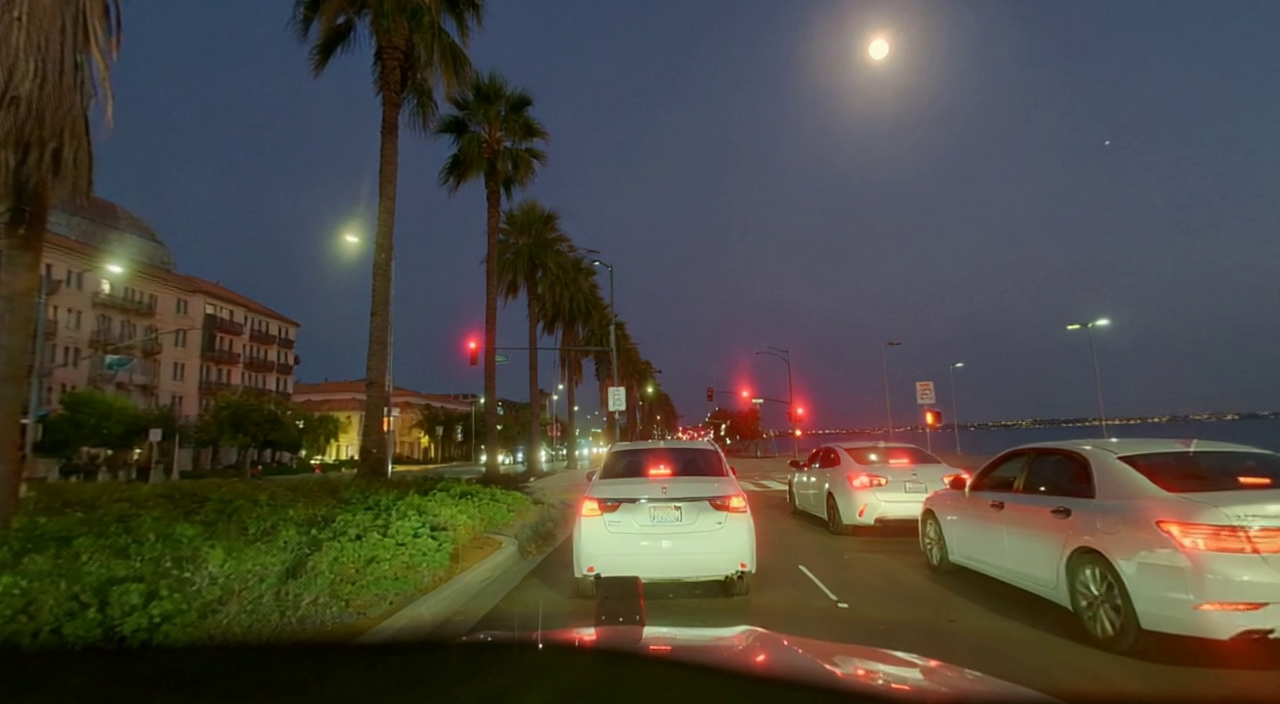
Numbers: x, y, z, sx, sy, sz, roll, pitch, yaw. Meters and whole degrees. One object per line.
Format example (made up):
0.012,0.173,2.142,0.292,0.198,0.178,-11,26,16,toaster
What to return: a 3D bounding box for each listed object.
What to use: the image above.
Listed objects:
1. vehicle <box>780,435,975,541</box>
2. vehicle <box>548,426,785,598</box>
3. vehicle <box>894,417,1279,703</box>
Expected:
3.895,2.290,11.310,1.920,1.490,4.417,-1,-9,2,vehicle
0.265,1.705,7.510,2.093,1.503,3.681,0,-9,1,vehicle
3.912,1.363,5.091,1.913,1.469,4.425,0,-9,0,vehicle
